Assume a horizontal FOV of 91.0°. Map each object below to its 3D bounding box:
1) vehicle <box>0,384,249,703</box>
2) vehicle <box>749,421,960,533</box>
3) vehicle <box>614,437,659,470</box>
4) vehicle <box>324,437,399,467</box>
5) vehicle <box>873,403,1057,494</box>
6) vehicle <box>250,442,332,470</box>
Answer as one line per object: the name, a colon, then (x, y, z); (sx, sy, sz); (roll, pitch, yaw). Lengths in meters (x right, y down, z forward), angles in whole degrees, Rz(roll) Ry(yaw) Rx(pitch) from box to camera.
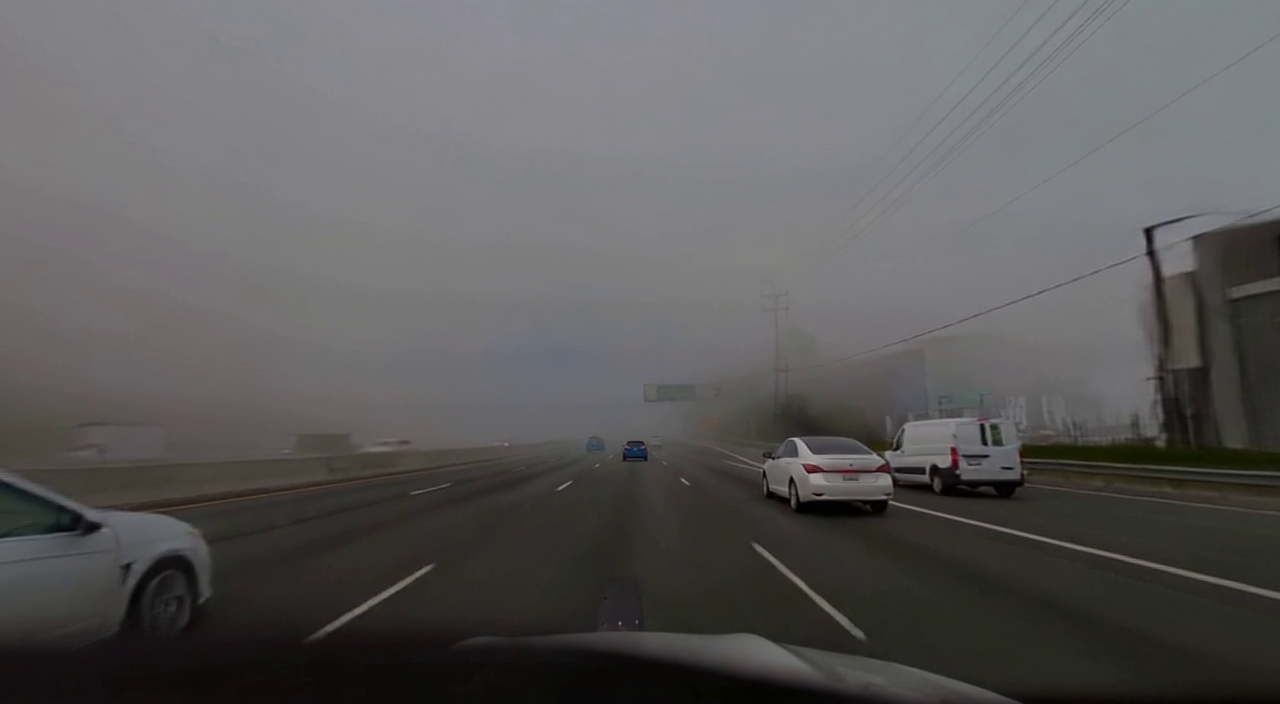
vehicle: (-4.088, 0.876, 2.435); (2.251, 1.575, 4.488); (0, -8, 0)
vehicle: (3.377, 2.064, 11.015); (1.995, 1.533, 4.463); (0, -8, -2)
vehicle: (-0.199, 4.869, 30.261); (2.019, 1.472, 3.971); (0, -8, -1)
vehicle: (-16.179, 5.827, 36.886); (2.034, 1.608, 4.952); (0, -8, 1)
vehicle: (9.192, 2.823, 18.580); (2.349, 2.280, 5.423); (0, -8, -2)
vehicle: (-19.722, 5.868, 35.816); (1.921, 1.471, 4.719); (0, -8, 1)
